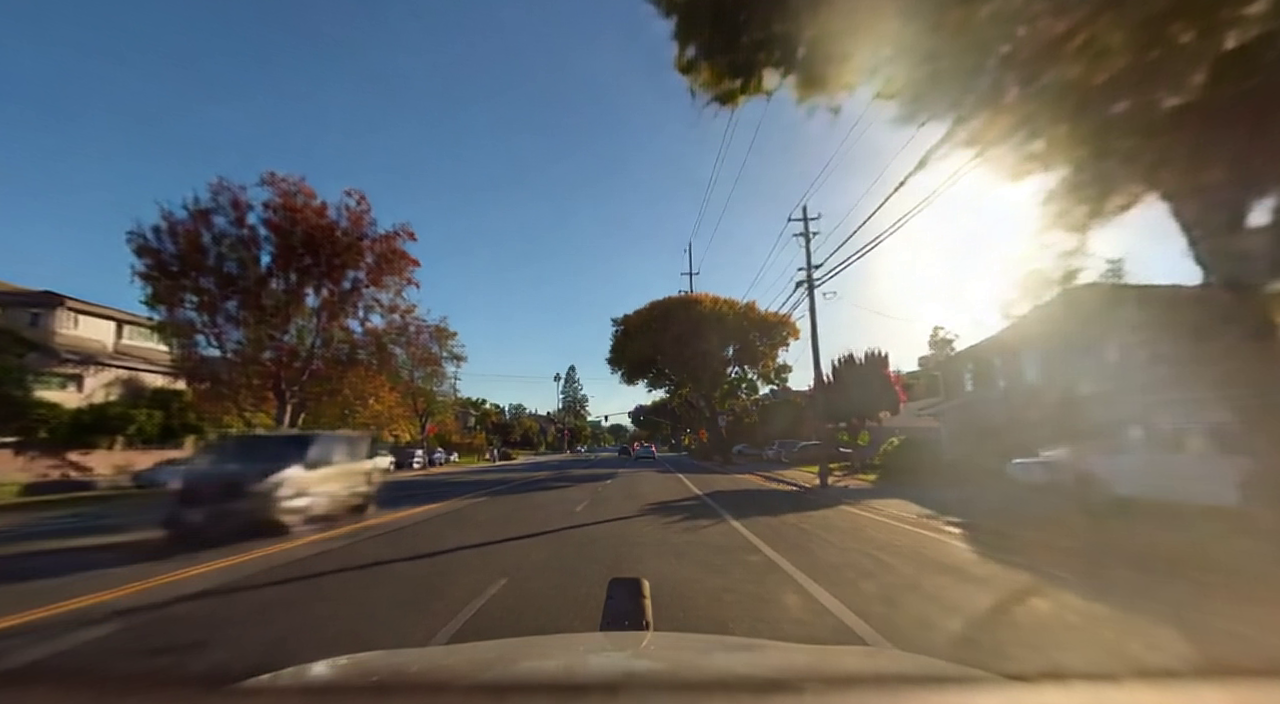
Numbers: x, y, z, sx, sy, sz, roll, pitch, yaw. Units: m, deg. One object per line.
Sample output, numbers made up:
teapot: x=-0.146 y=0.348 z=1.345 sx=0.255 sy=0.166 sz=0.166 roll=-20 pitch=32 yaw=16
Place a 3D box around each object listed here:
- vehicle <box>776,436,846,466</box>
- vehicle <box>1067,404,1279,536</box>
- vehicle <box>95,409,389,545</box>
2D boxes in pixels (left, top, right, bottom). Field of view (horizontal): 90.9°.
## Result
vehicle: x=12.115 y=7.056 z=44.975 sx=4.305 sy=1.997 sz=2.453 roll=0 pitch=-9 yaw=1
vehicle: x=11.176 y=2.147 z=11.788 sx=2.392 sy=2.063 sz=5.213 roll=0 pitch=-9 yaw=-5
vehicle: x=-6.739 y=2.180 z=11.553 sx=2.273 sy=1.952 sz=4.599 roll=0 pitch=-9 yaw=1
